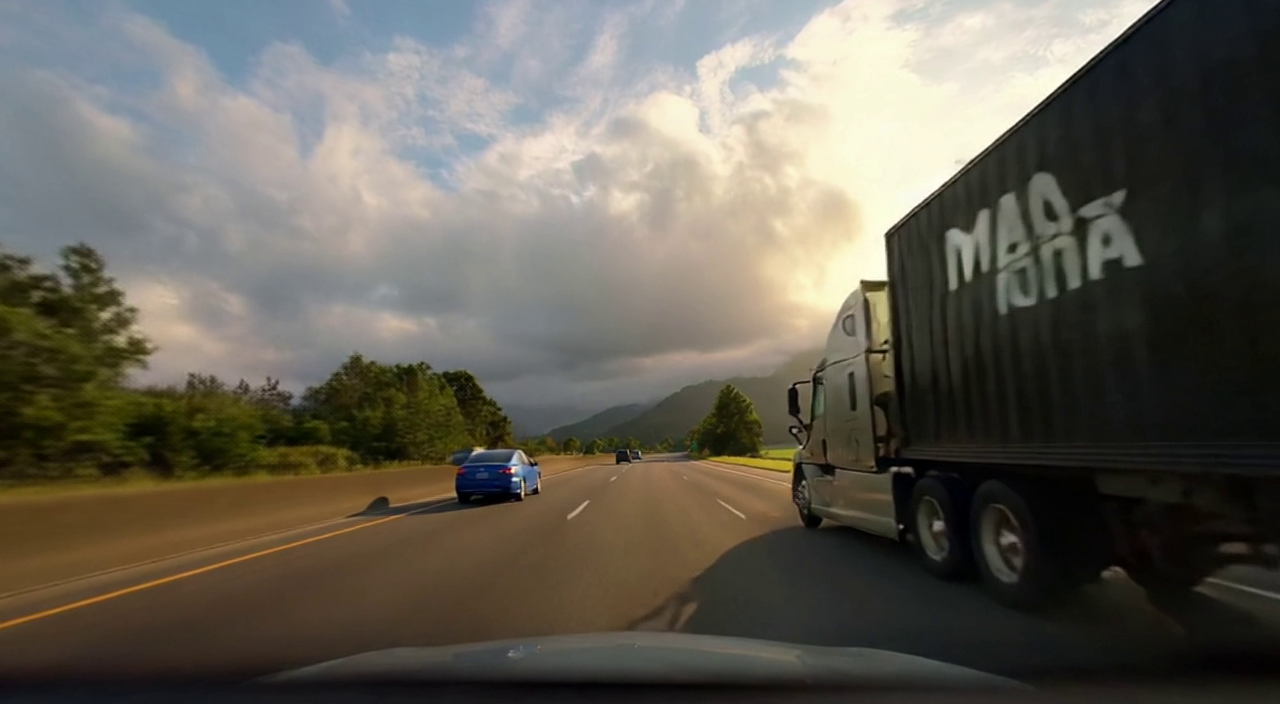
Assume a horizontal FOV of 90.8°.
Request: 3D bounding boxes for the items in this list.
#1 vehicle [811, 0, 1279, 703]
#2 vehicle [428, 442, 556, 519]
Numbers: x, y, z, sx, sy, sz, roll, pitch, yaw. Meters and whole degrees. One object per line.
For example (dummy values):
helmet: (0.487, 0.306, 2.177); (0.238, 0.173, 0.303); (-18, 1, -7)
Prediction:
vehicle: (4.478, -0.035, 3.878); (2.832, 4.034, 13.924); (0, -9, -1)
vehicle: (-3.286, 2.930, 14.958); (1.945, 1.537, 4.294); (0, -9, 1)
